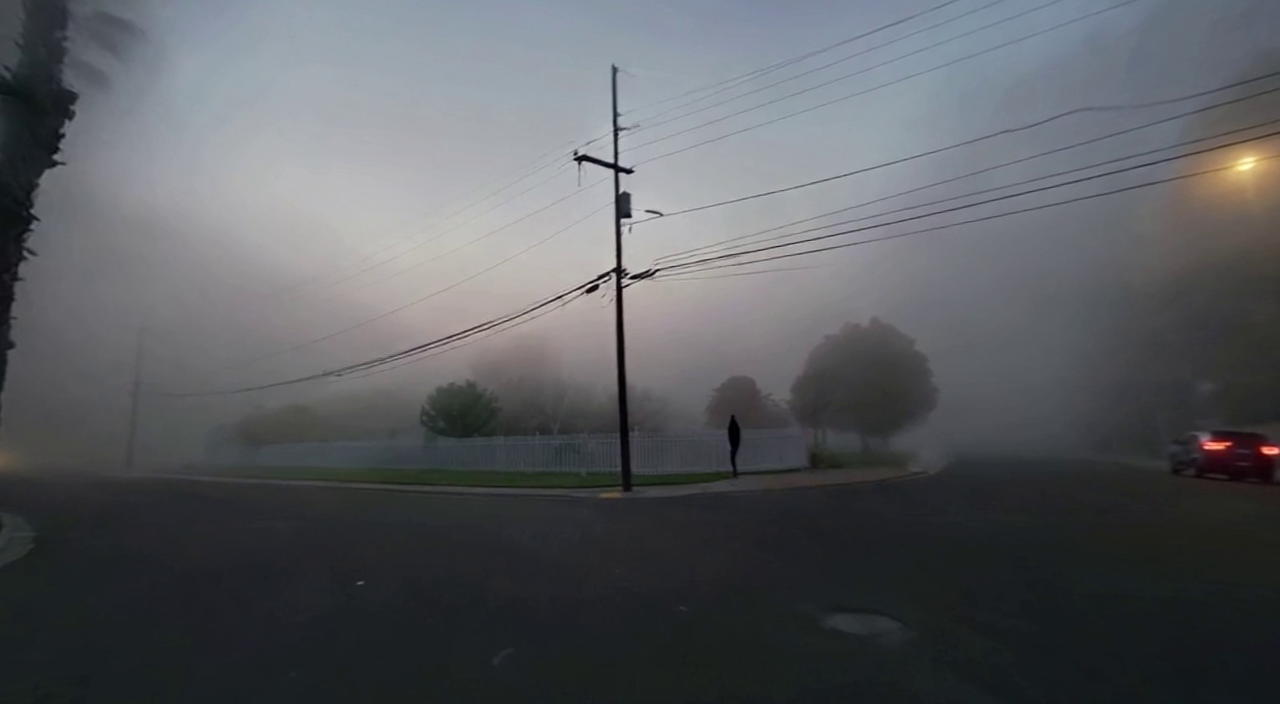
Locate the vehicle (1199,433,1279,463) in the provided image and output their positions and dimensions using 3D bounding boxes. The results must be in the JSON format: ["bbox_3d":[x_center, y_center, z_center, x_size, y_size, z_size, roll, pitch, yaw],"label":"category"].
[{"bbox_3d":[31.124,4.834,31.964,3.842,1.453,1.805,-4,-9,29],"label":"vehicle"}]
